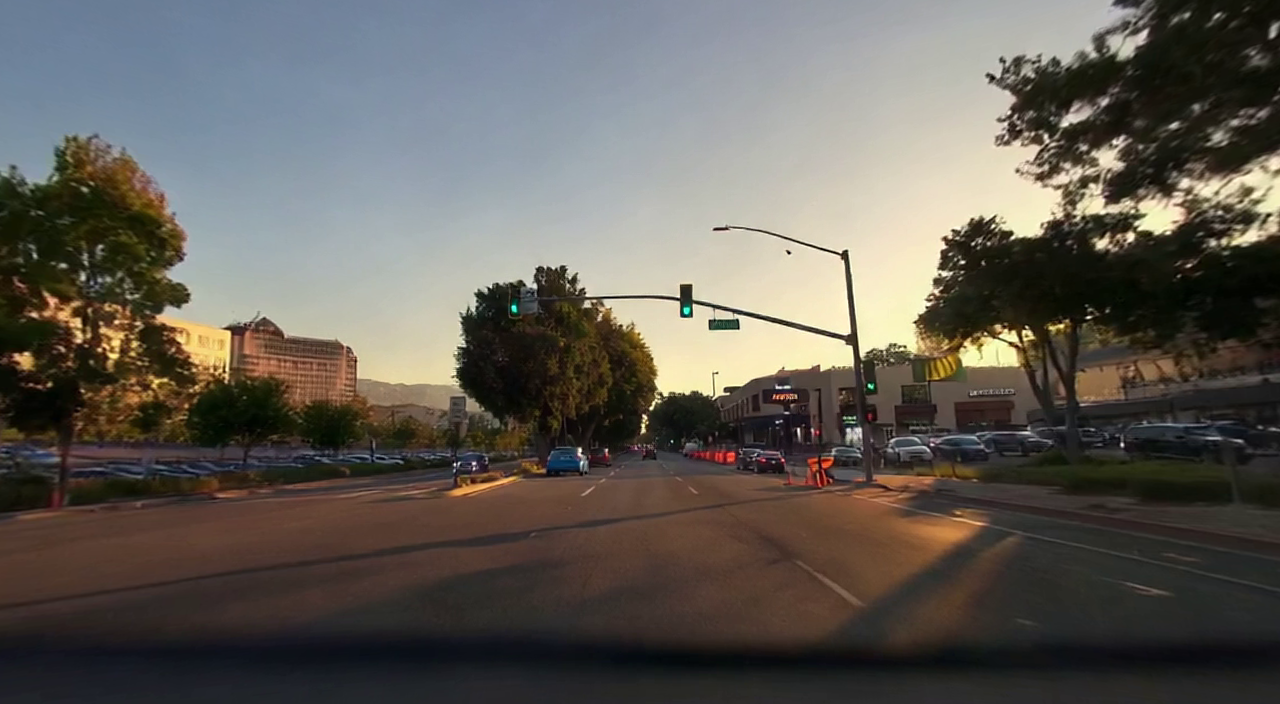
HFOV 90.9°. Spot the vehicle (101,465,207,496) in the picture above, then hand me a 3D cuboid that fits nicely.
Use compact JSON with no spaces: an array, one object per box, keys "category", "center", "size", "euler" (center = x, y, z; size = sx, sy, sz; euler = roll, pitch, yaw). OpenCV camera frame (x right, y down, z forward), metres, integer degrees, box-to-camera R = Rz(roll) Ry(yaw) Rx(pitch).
[{"category":"vehicle","center":[-30.125,7.964,39.184],"size":[5.077,1.411,1.808],"euler":[3,-11,-39]}]

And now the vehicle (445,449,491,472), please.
[{"category":"vehicle","center":[-11.919,7.506,43.839],"size":[1.917,1.495,4.309],"euler":[0,-9,1]}]

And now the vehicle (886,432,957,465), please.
[{"category":"vehicle","center":[16.169,5.578,36.485],"size":[1.984,1.774,4.406],"euler":[0,-9,-1]}]

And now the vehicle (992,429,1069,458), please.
[{"category":"vehicle","center":[25.868,6.137,42.026],"size":[2.043,1.803,4.774],"euler":[-1,-9,0]}]

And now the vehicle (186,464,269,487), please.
[{"category":"vehicle","center":[-30.196,9.011,46.233],"size":[4.708,1.457,1.821],"euler":[8,-12,-43]}]

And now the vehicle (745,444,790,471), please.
[{"category":"vehicle","center":[7.493,6.217,37.436],"size":[1.799,1.399,4.317],"euler":[-1,-8,0]}]

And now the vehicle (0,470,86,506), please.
[{"category":"vehicle","center":[-30.527,6.796,31.418],"size":[1.862,1.428,4.160],"euler":[-12,-11,44]}]

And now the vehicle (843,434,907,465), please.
[{"category":"vehicle","center":[13.636,5.694,36.855],"size":[1.916,1.683,4.516],"euler":[0,-9,0]}]

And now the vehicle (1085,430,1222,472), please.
[{"category":"vehicle","center":[21.974,4.255,27.277],"size":[1.984,1.643,4.772],"euler":[0,-8,2]}]

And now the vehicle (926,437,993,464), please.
[{"category":"vehicle","center":[18.320,5.690,36.332],"size":[1.881,1.443,3.882],"euler":[-1,-9,2]}]

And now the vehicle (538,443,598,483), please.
[{"category":"vehicle","center":[-2.809,4.433,25.467],"size":[1.926,1.442,4.231],"euler":[0,-9,0]}]
